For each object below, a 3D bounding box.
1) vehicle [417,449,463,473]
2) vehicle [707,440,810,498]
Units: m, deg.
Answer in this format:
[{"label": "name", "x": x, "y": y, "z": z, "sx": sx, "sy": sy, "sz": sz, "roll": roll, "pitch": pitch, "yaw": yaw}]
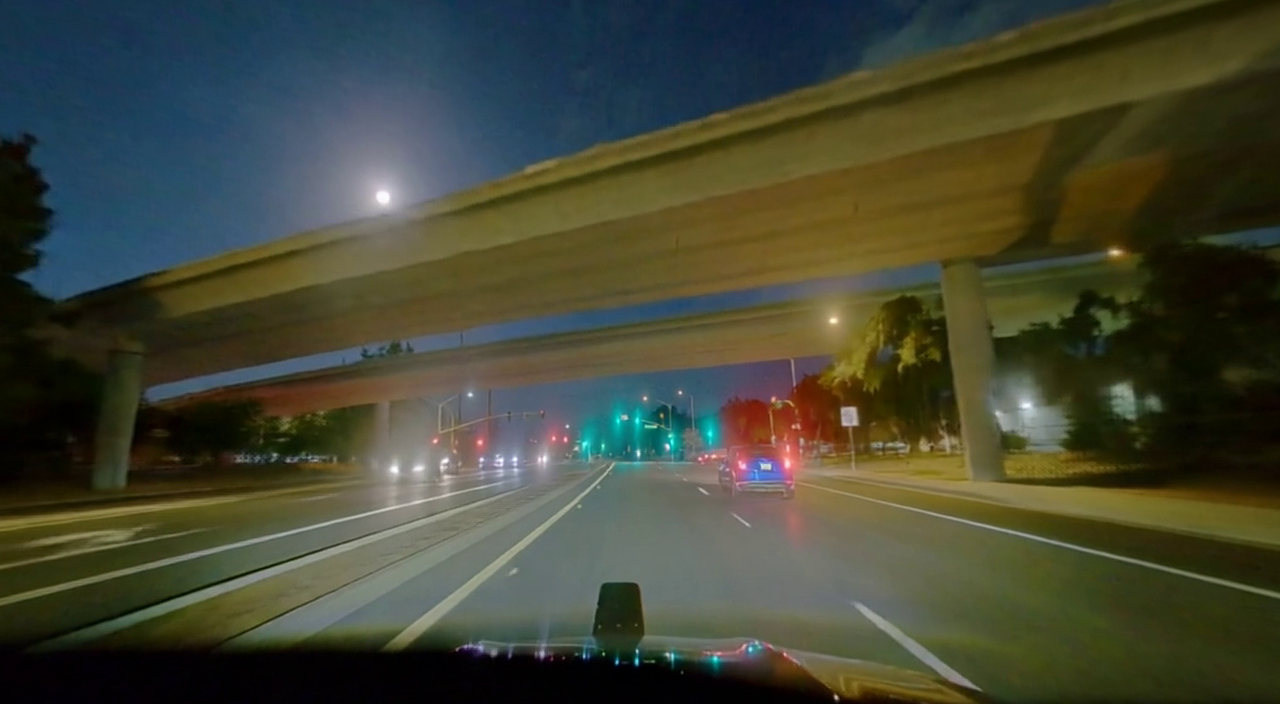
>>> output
[{"label": "vehicle", "x": -14.541, "y": 7.915, "z": 46.129, "sx": 1.912, "sy": 1.632, "sz": 4.326, "roll": -1, "pitch": -8, "yaw": 0}, {"label": "vehicle", "x": 3.315, "y": 3.357, "z": 18.610, "sx": 2.062, "sy": 1.484, "sz": 4.332, "roll": 0, "pitch": -8, "yaw": -1}]
